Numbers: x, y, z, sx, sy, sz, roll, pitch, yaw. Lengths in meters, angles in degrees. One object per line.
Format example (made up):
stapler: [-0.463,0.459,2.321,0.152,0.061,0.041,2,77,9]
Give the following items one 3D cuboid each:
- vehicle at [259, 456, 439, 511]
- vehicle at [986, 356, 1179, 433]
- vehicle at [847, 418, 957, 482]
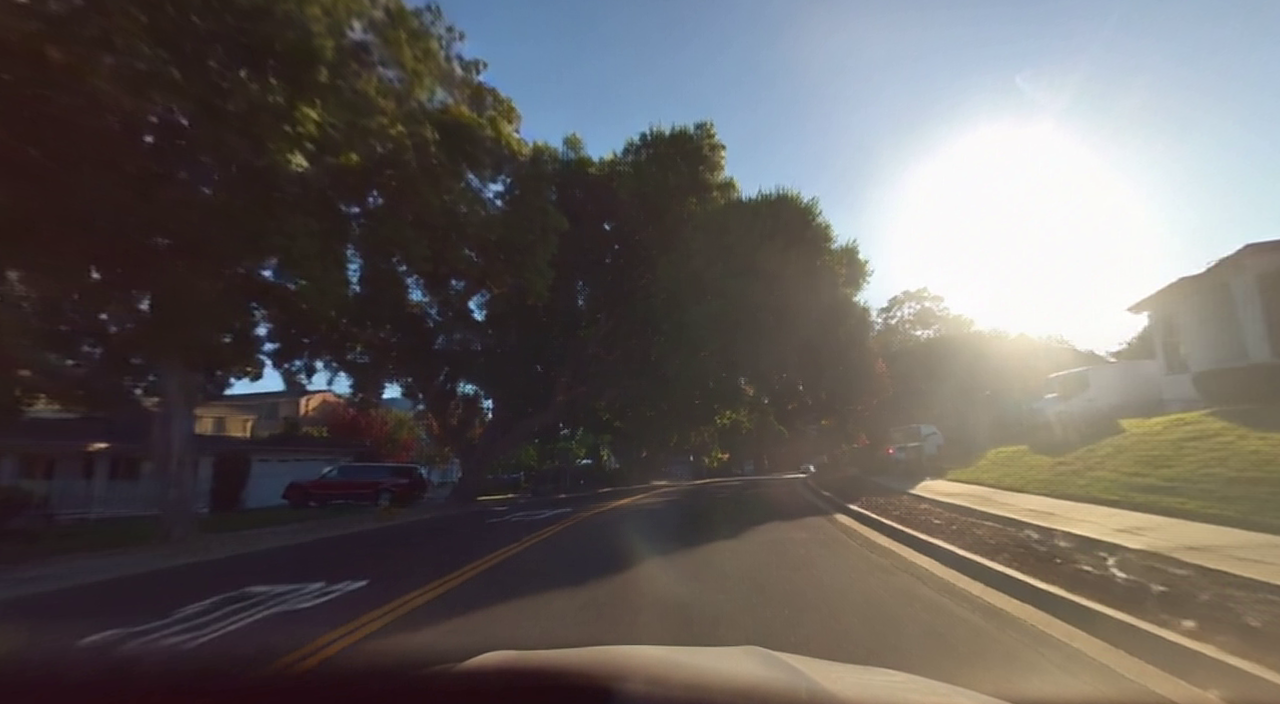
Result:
vehicle: [-10.820,4.997,23.851,5.643,1.759,2.110,0,-19,1]
vehicle: [14.120,1.312,20.384,4.539,2.010,2.163,-4,-1,1]
vehicle: [8.686,3.310,21.433,2.163,1.885,4.804,-2,-8,7]
